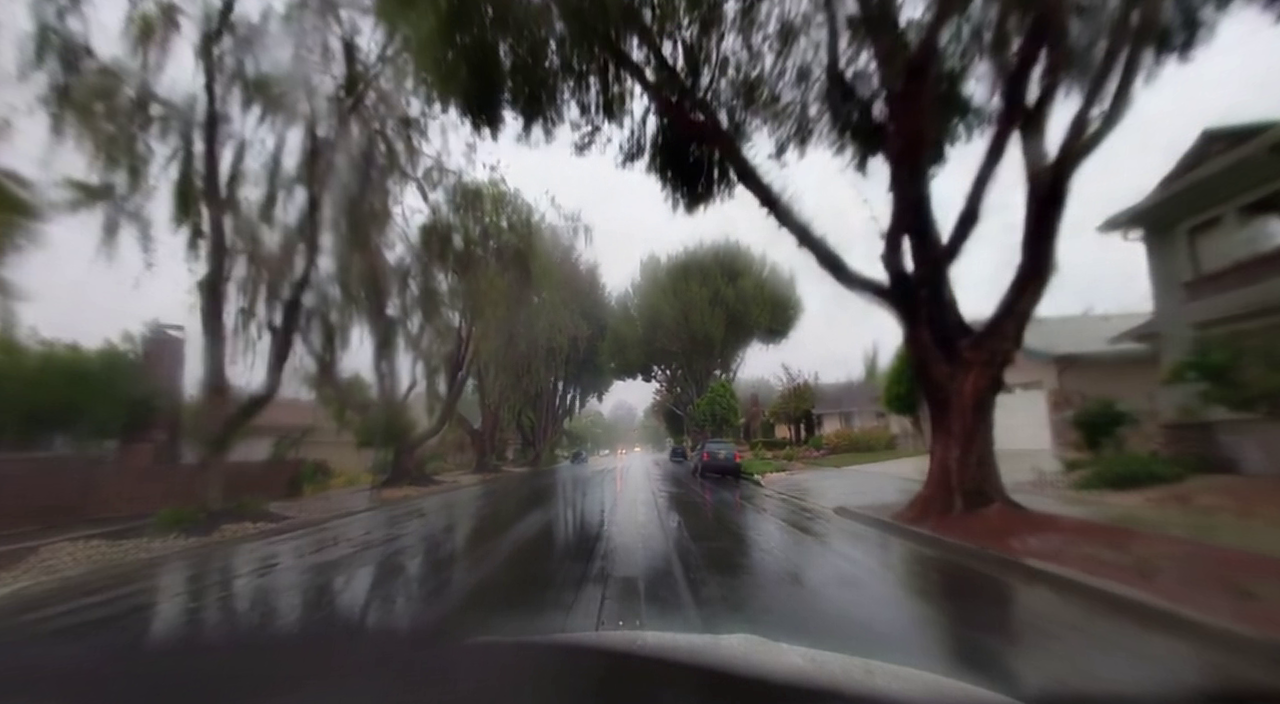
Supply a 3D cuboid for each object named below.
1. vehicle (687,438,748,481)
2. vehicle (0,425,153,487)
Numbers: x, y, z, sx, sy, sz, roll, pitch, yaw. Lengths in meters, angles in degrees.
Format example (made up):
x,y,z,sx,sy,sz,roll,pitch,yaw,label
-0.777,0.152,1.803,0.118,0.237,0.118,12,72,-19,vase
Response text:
x,y,z,sx,sy,sz,roll,pitch,yaw,label
3.336,4.723,28.013,2.055,1.738,4.448,0,-9,-1,vehicle
-28.712,5.292,31.793,2.735,2.720,6.677,-2,-10,4,vehicle
